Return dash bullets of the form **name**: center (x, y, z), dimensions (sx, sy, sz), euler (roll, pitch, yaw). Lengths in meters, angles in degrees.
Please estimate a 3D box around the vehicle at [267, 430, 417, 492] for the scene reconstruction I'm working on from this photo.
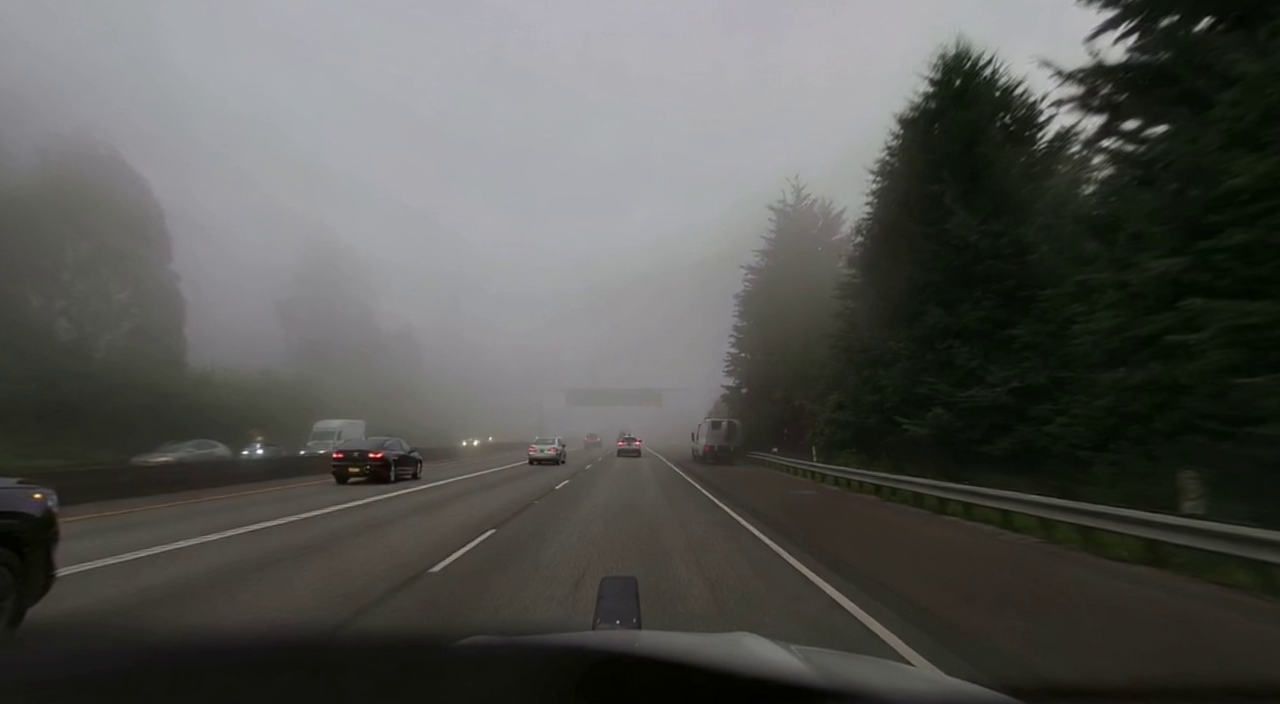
- **vehicle**: center (-8.407, 3.078, 18.345), dimensions (1.953, 1.524, 4.863), euler (0, -8, 1)

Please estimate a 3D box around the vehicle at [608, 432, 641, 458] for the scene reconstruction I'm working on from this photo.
- **vehicle**: center (-0.979, 5.941, 40.309), dimensions (2.002, 1.611, 3.778), euler (0, -8, 0)

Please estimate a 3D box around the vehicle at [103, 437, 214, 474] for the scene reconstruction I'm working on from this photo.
- **vehicle**: center (-21.129, 4.519, 27.822), dimensions (1.791, 1.468, 3.901), euler (0, -8, 0)

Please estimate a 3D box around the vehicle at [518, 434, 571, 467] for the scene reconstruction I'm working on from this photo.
- **vehicle**: center (-4.470, 4.672, 30.014), dimensions (1.909, 1.445, 4.087), euler (0, -8, 0)
